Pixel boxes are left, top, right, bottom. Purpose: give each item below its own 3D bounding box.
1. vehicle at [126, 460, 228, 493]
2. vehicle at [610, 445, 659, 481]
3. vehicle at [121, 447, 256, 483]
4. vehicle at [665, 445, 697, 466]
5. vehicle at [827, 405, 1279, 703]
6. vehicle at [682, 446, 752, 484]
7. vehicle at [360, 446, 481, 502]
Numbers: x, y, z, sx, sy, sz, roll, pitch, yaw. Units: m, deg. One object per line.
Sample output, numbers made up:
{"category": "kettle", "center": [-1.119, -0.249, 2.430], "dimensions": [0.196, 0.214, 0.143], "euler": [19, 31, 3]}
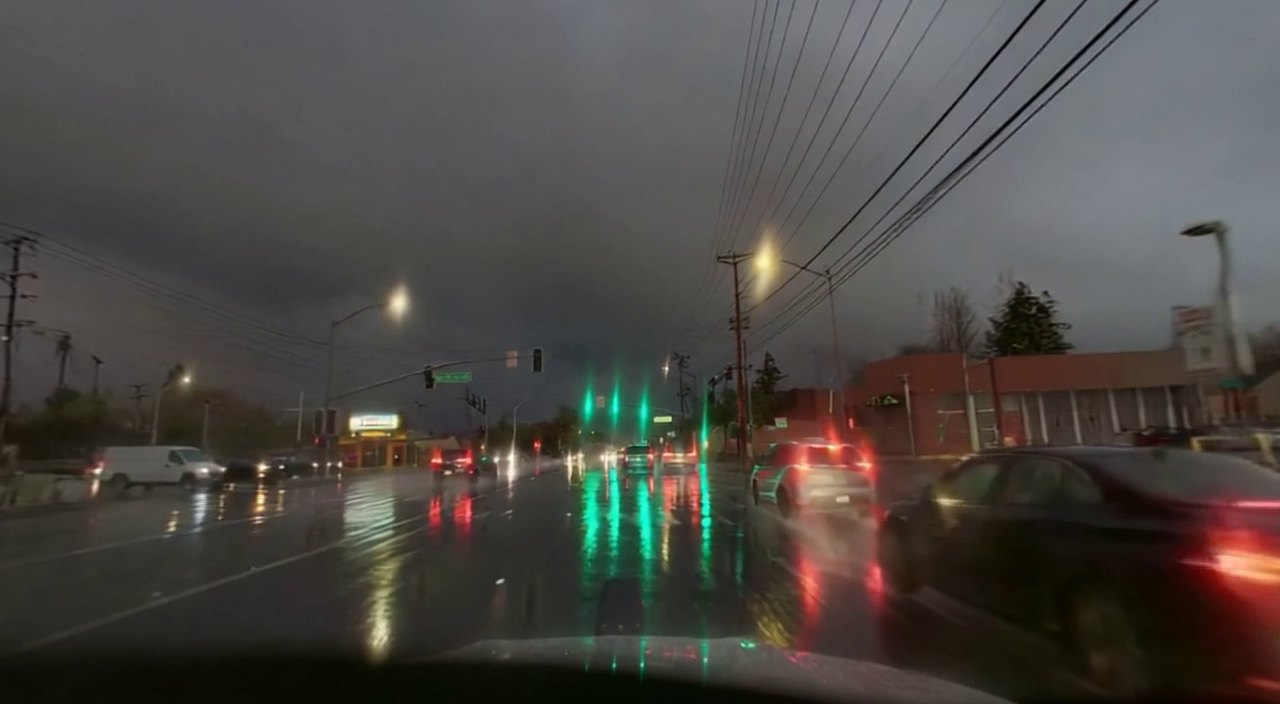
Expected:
{"category": "vehicle", "center": [-25.806, 6.913, 35.222], "dimensions": [4.989, 1.567, 2.075], "euler": [-2, -10, 21]}
{"category": "vehicle", "center": [-0.260, 4.986, 28.662], "dimensions": [2.065, 1.484, 3.894], "euler": [0, -8, -1]}
{"category": "vehicle", "center": [-30.336, 7.565, 42.656], "dimensions": [6.968, 2.250, 2.605], "euler": [0, -8, -3]}
{"category": "vehicle", "center": [3.040, 7.773, 47.763], "dimensions": [1.971, 1.477, 4.121], "euler": [0, -8, -2]}
{"category": "vehicle", "center": [2.959, 1.224, 4.216], "dimensions": [1.945, 1.470, 4.363], "euler": [0, -8, -2]}
{"category": "vehicle", "center": [3.150, 4.723, 26.827], "dimensions": [2.208, 1.436, 4.542], "euler": [0, -8, -3]}
{"category": "vehicle", "center": [-6.369, 3.561, 18.927], "dimensions": [2.075, 1.470, 4.190], "euler": [0, -8, 1]}
